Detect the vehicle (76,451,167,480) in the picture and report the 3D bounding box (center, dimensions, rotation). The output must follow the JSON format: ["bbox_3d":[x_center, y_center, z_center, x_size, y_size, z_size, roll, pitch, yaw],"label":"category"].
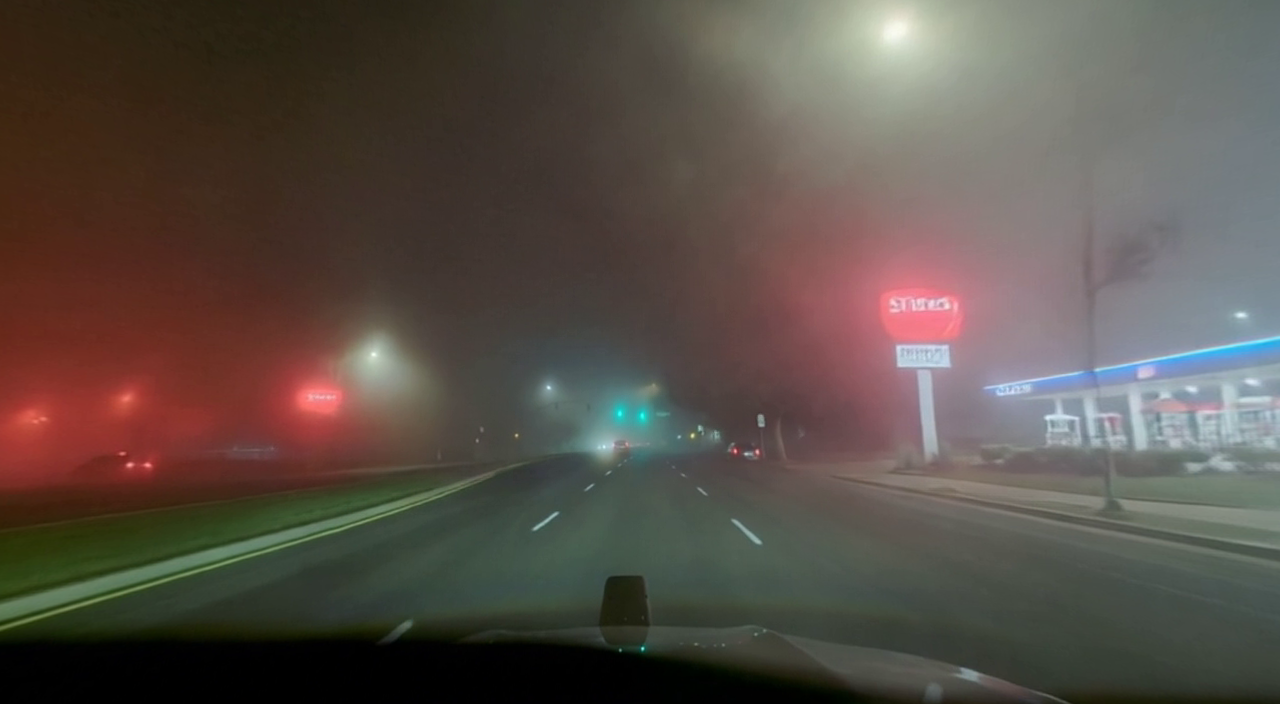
[{"bbox_3d":[-36.907,8.052,45.103,2.112,1.854,5.033,0,-8,1],"label":"vehicle"}]

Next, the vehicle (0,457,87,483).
[{"bbox_3d":[-42.014,8.297,44.420,1.898,1.619,4.511,0,-8,0],"label":"vehicle"}]

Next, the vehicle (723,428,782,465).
[{"bbox_3d":[7.633,6.524,43.608,2.764,2.327,6.492,0,-8,0],"label":"vehicle"}]
